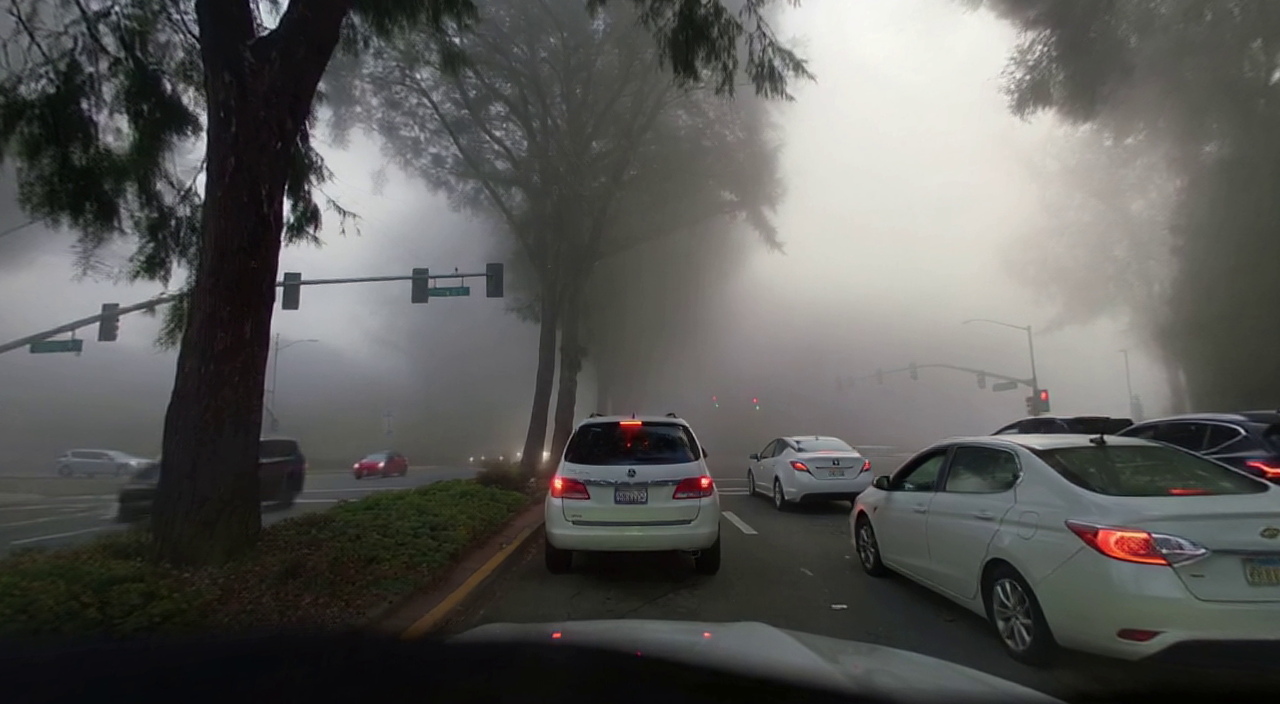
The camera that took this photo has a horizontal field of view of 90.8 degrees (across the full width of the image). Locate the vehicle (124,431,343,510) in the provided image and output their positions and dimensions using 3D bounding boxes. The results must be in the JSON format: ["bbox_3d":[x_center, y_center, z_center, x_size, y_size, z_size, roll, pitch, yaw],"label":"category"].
[{"bbox_3d":[-11.052,3.253,18.012,2.204,1.848,6.047,0,-9,1],"label":"vehicle"}]

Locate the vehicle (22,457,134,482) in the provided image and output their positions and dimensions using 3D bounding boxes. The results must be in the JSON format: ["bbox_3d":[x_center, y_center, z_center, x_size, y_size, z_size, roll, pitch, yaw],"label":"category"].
[{"bbox_3d":[-35.089,7.341,39.592,4.845,1.442,1.880,2,-9,-13],"label":"vehicle"}]

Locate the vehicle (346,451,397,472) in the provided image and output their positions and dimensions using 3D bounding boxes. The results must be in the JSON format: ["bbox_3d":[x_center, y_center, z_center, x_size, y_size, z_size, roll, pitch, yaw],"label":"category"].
[{"bbox_3d":[-20.875,8.512,49.325,1.899,1.469,4.668,0,-9,0],"label":"vehicle"}]

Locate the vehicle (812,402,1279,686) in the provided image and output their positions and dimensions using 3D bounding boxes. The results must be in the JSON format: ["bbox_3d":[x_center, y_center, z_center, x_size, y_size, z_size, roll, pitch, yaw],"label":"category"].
[{"bbox_3d":[3.363,1.419,5.967,2.034,1.558,4.774,0,-9,-1],"label":"vehicle"}]

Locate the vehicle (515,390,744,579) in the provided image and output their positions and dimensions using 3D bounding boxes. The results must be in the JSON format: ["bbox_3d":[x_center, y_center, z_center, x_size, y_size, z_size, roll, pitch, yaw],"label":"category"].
[{"bbox_3d":[-0.214,1.618,8.435,2.236,1.827,4.316,1,-9,-3],"label":"vehicle"}]
